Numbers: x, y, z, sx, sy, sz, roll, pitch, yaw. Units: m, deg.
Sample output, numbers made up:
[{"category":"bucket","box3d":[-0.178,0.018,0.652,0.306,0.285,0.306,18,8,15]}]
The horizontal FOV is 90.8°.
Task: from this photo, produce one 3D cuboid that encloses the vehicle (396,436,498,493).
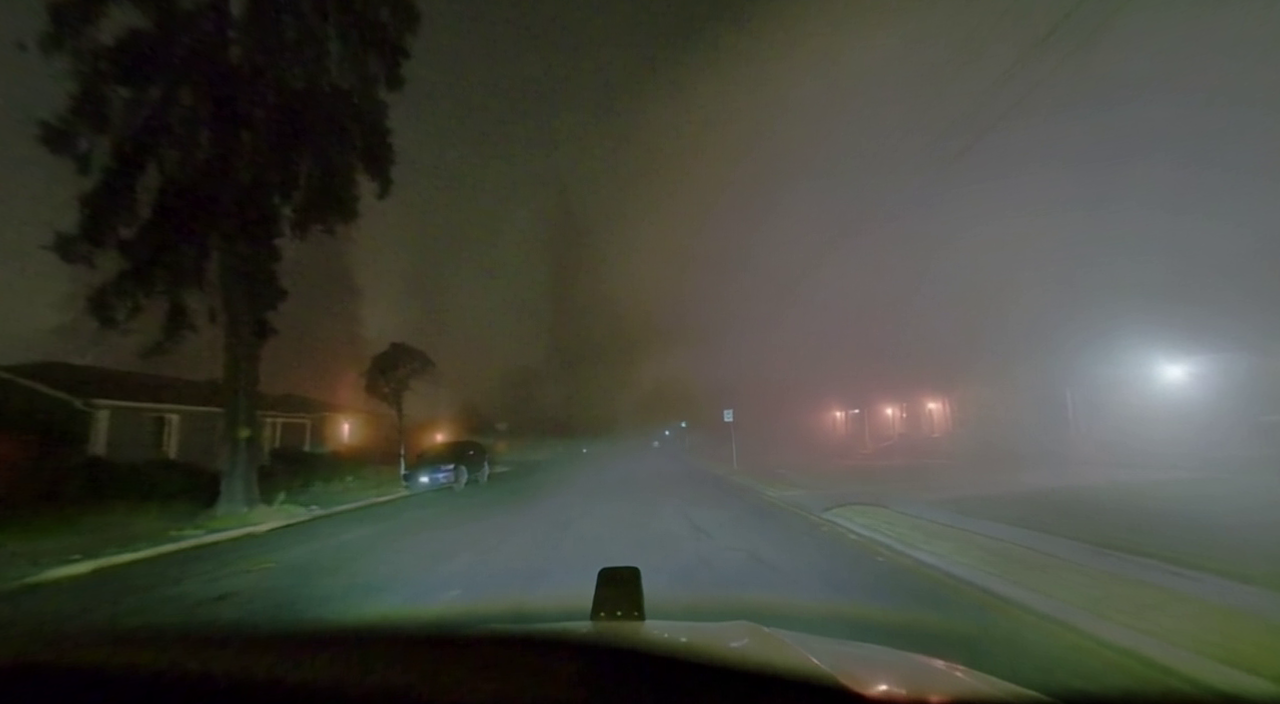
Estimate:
[{"category":"vehicle","box3d":[-6.581,3.877,22.245,2.078,1.745,5.119,0,-8,-1]}]
